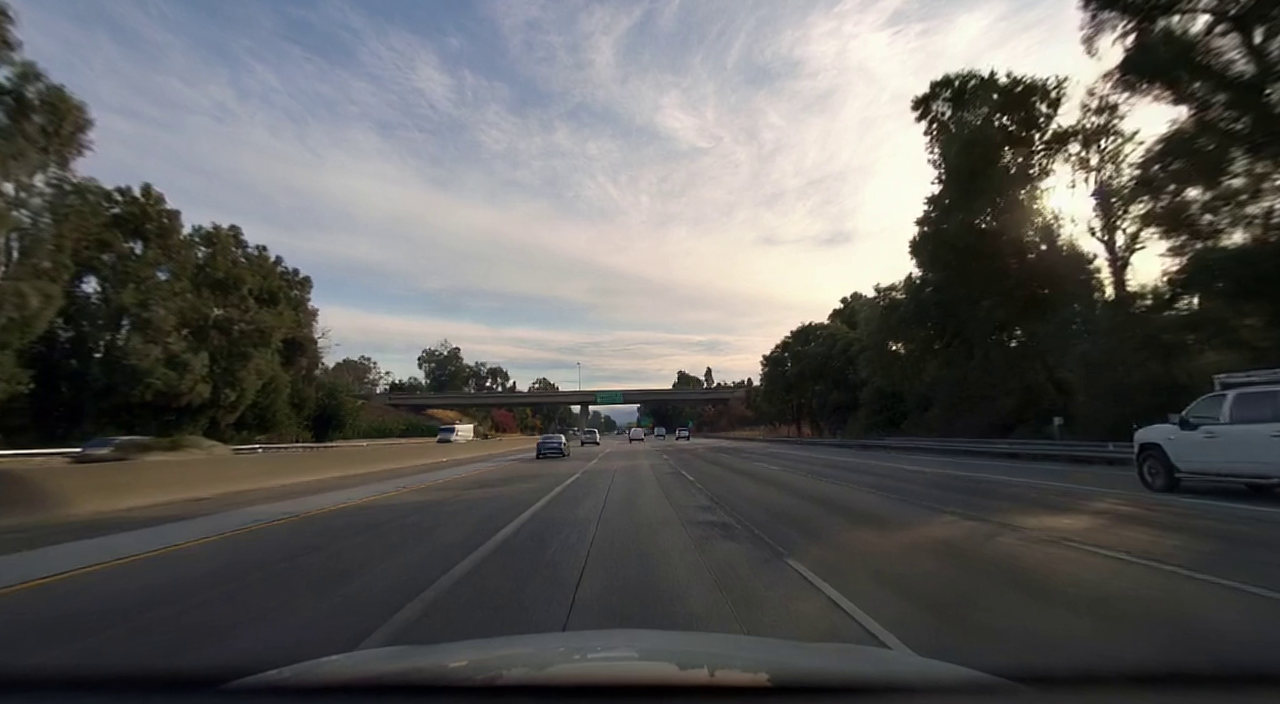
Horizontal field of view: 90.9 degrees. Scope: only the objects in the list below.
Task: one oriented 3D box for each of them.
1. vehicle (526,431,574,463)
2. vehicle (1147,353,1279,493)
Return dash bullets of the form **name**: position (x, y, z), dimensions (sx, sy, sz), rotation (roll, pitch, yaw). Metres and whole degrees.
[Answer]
- **vehicle**: position (-4.497, 4.809, 32.121), dimensions (1.933, 1.473, 4.023), rotation (0, -8, -1)
- **vehicle**: position (12.929, 1.267, 11.265), dimensions (2.376, 2.533, 6.230), rotation (0, -8, -2)
